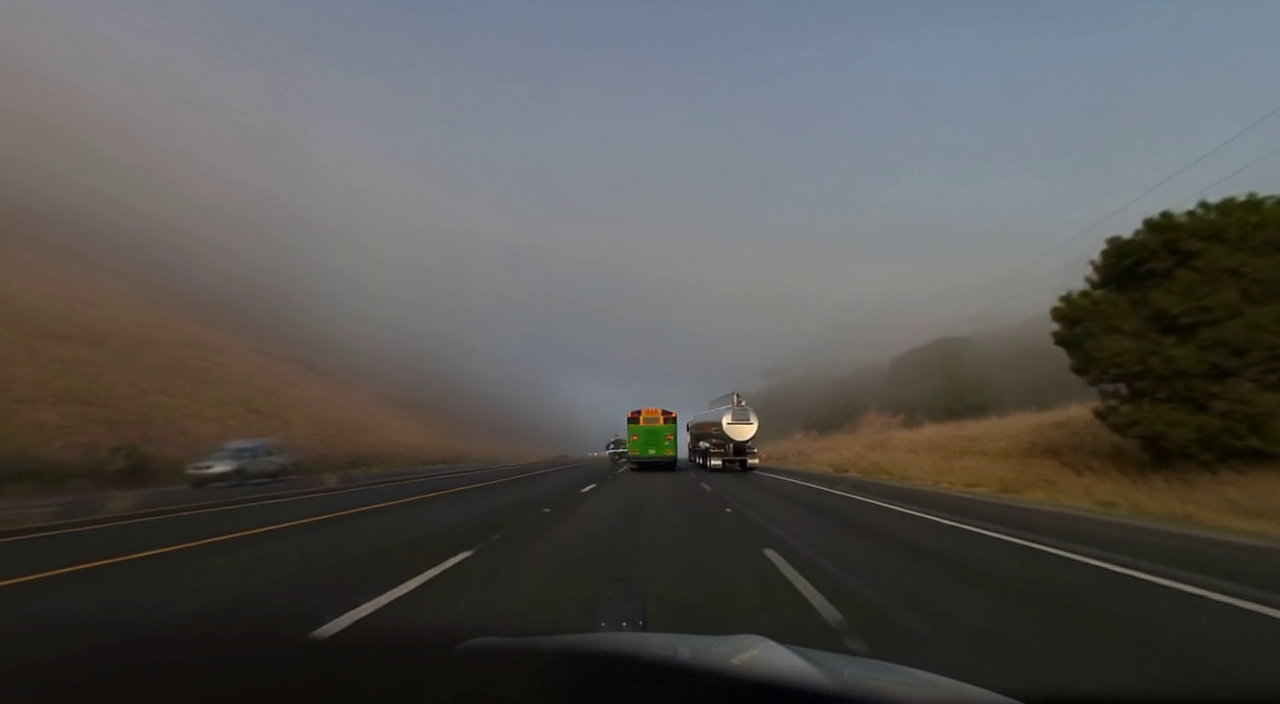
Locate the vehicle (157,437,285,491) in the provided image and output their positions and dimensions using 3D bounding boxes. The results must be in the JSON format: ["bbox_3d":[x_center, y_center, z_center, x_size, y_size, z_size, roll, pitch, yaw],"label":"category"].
[{"bbox_3d":[-21.045,5.626,32.115,2.252,2.460,5.895,0,-8,2],"label":"vehicle"}]

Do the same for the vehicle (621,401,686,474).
[{"bbox_3d":[0.810,4.605,33.682,2.948,3.265,10.569,0,-8,2],"label":"vehicle"}]

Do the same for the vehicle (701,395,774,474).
[{"bbox_3d":[4.898,4.364,33.113,2.716,3.705,7.018,0,-8,0],"label":"vehicle"}]
